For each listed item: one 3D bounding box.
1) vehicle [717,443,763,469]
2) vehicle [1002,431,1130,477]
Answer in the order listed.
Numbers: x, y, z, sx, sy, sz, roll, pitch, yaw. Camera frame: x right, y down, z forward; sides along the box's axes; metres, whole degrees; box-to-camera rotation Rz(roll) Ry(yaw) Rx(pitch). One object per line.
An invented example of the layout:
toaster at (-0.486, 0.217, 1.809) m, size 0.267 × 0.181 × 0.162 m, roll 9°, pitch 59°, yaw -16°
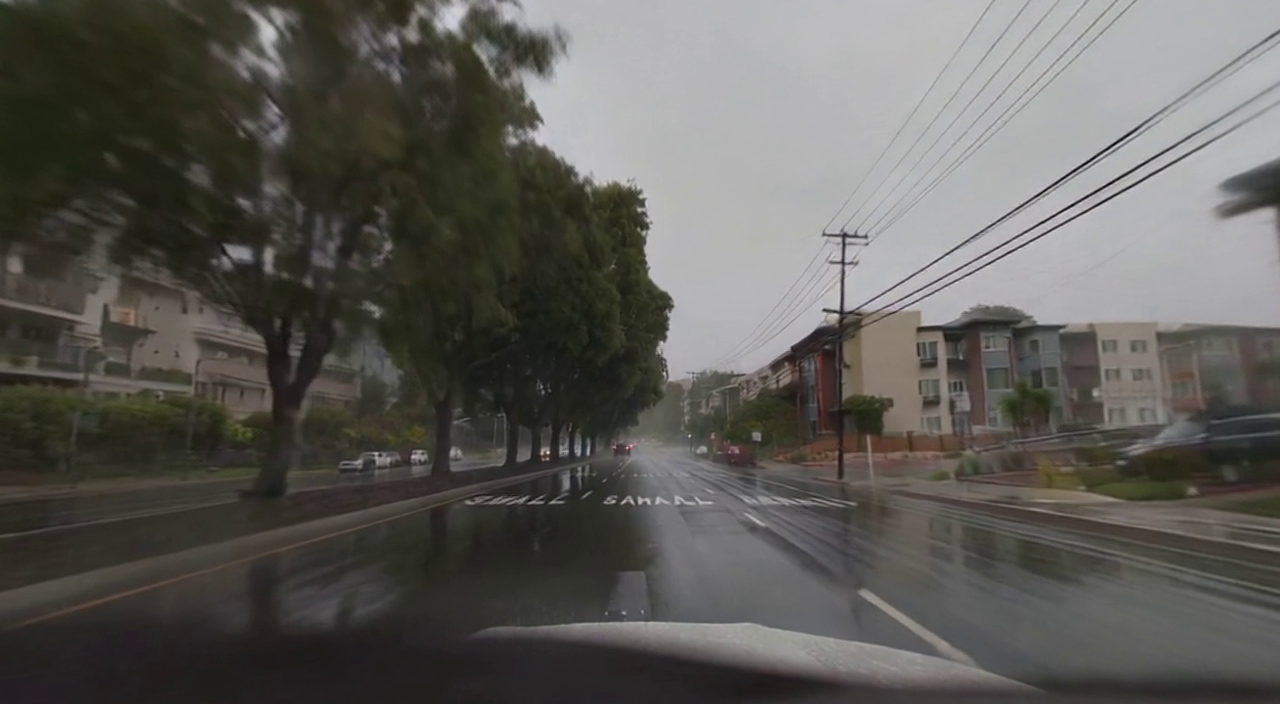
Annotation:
vehicle at (7.699, 8.050, 49.141) m, size 2.747 × 1.938 × 4.708 m, roll 0°, pitch -8°, yaw -1°
vehicle at (17.682, 4.257, 26.511) m, size 1.960 × 1.725 × 4.616 m, roll 0°, pitch -8°, yaw -3°
